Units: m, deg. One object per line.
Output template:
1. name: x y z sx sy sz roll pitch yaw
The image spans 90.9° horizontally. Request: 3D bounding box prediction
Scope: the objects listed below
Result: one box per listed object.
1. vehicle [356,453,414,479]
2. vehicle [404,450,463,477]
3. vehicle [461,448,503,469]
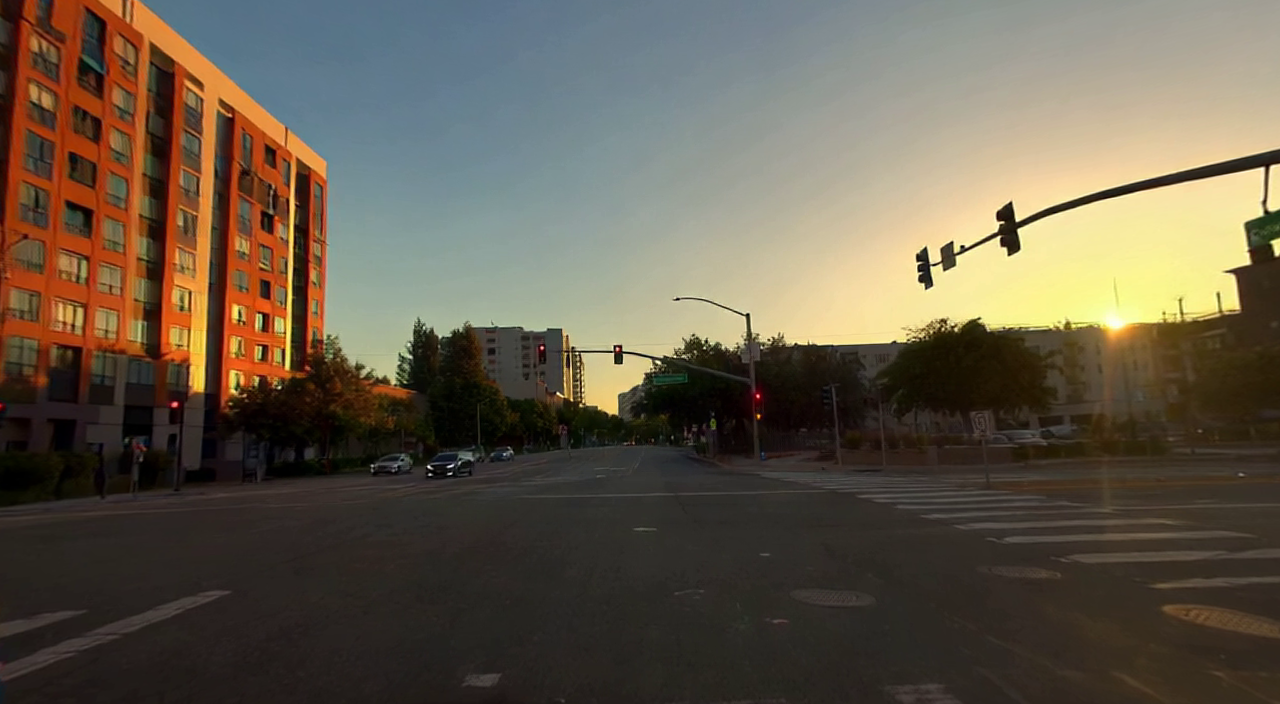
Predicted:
1. vehicle: -16.108 7.204 40.065 1.830 1.440 4.351 0 -8 1
2. vehicle: -12.497 6.741 38.416 2.028 1.455 4.421 0 -8 1
3. vehicle: -11.846 8.011 47.549 1.980 1.452 4.318 0 -8 2
